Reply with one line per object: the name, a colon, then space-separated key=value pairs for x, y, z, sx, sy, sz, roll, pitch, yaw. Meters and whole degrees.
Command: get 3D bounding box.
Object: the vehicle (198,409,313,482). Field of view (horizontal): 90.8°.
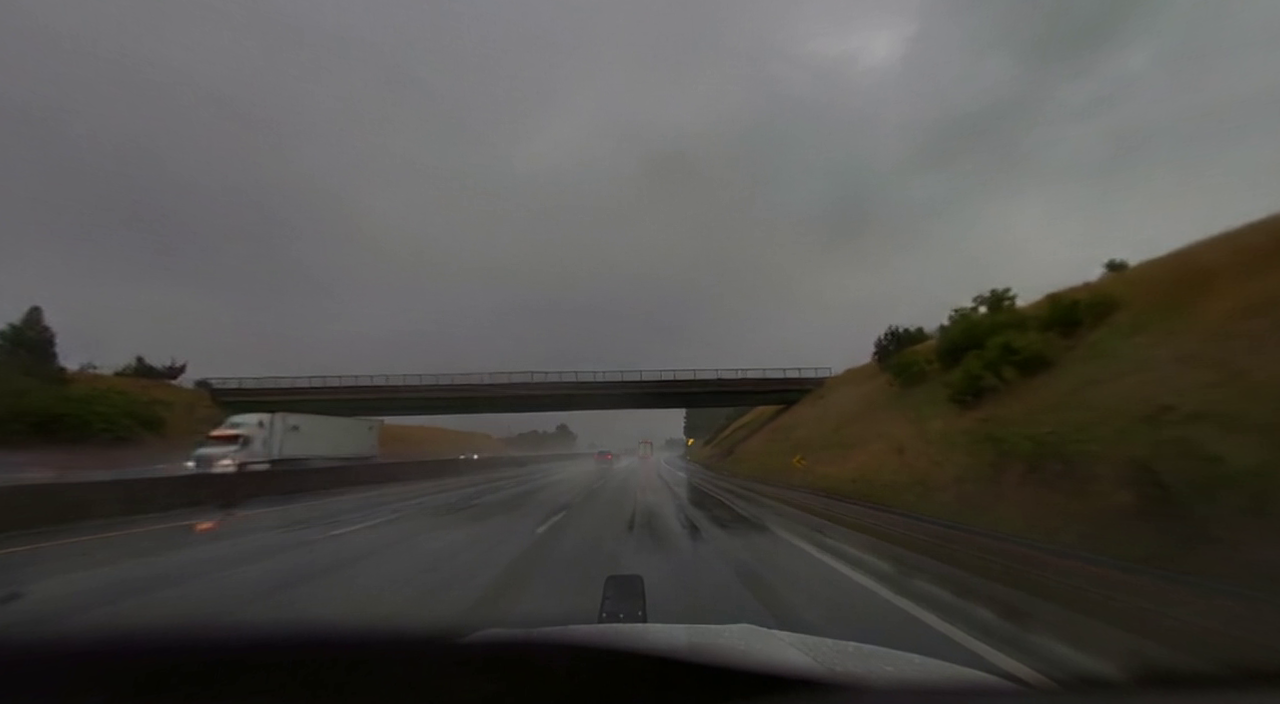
vehicle: x=-22.775 y=5.611 z=37.783 sx=3.002 sy=3.979 sz=5.833 roll=0 pitch=-9 yaw=0
